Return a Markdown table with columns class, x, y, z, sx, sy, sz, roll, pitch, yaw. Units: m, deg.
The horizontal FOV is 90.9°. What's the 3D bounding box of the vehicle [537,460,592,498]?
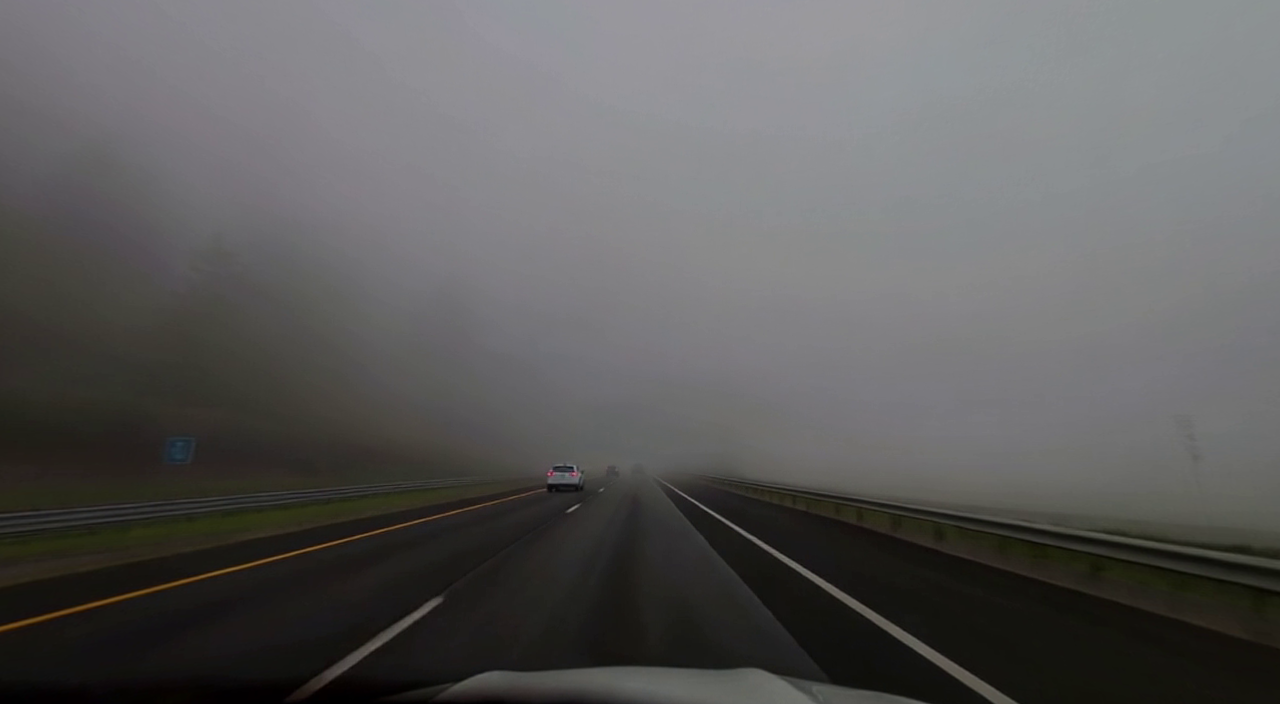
| class | x | y | z | sx | sy | sz | roll | pitch | yaw |
| --- | --- | --- | --- | --- | --- | --- | --- | --- | --- |
| vehicle | -3.292 | 5.642 | 28.163 | 1.900 | 1.550 | 4.146 | 1 | -10 | 0 |
